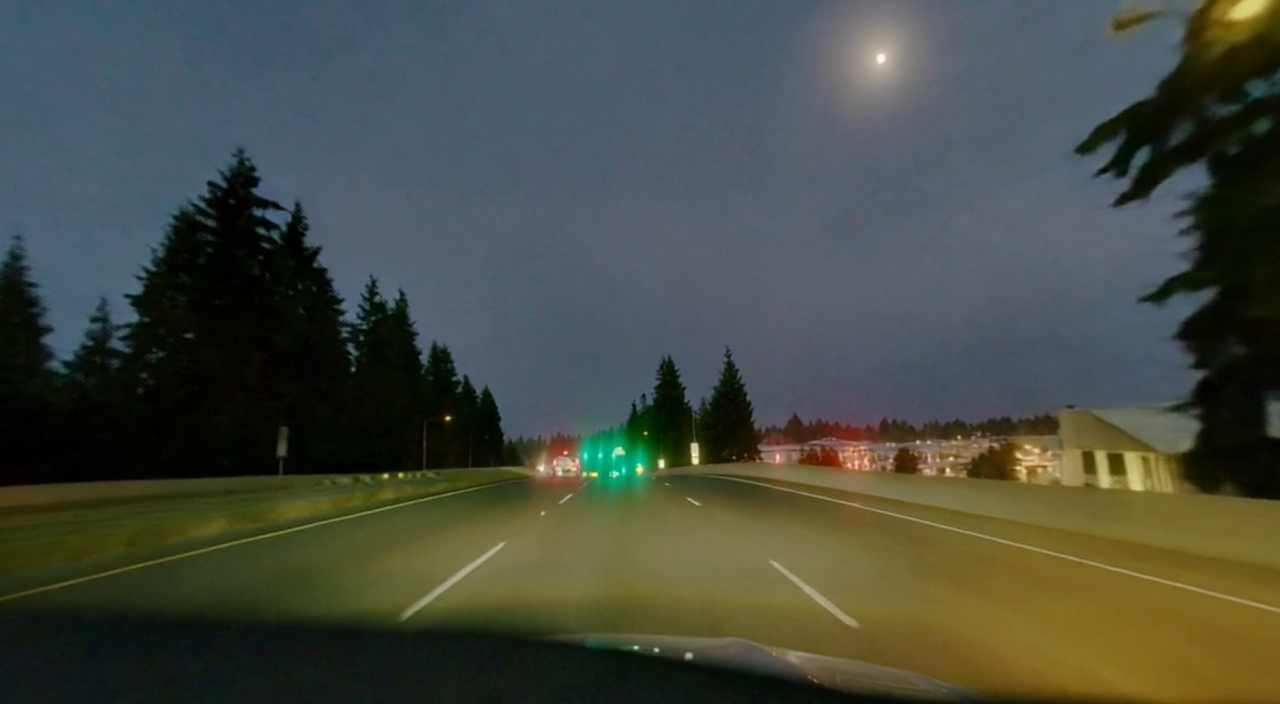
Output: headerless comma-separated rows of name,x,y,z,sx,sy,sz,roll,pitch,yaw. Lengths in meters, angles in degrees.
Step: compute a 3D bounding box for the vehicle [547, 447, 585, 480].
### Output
vehicle,-5.417,8.211,46.892,2.323,2.252,4.808,0,-9,-2
